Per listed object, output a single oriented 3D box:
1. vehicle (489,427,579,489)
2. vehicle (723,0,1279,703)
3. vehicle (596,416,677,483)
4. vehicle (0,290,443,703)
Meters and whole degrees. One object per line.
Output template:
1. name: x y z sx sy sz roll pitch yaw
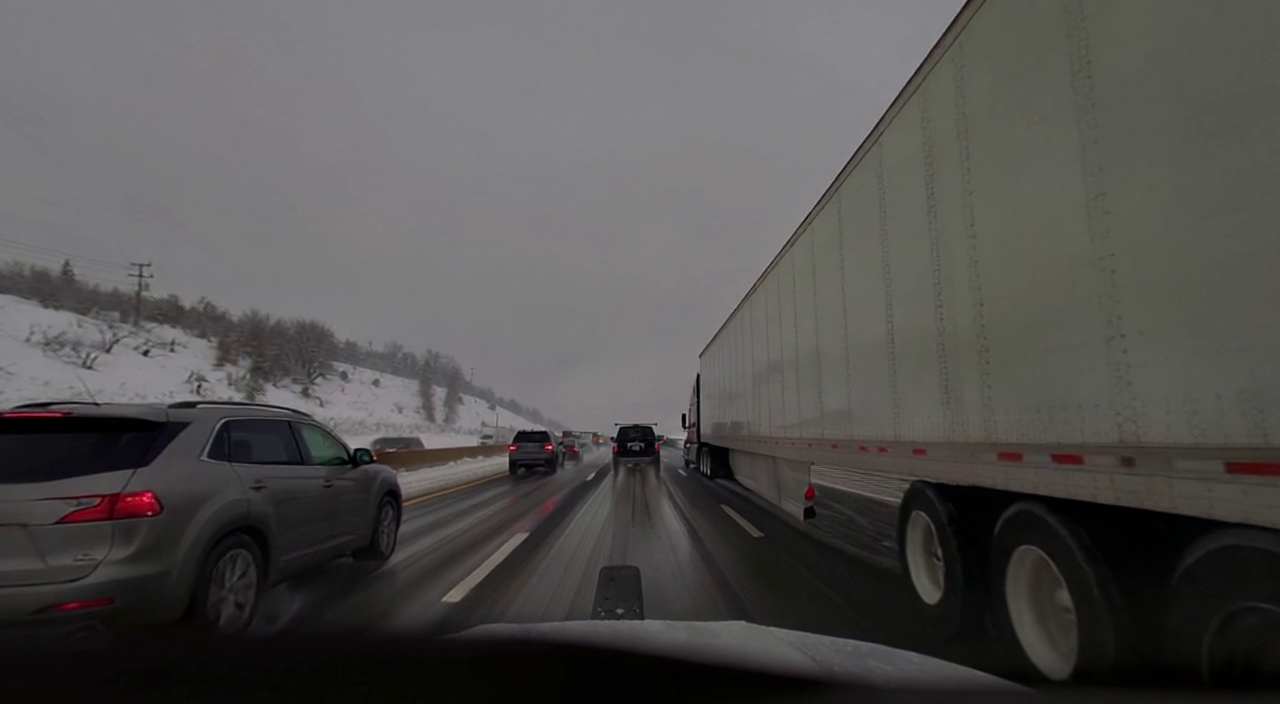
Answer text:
1. vehicle: -3.335 3.463 20.879 2.120 1.812 4.659 0 -8 1
2. vehicle: 3.603 0.285 7.511 2.852 4.121 16.210 0 -8 -1
3. vehicle: -0.136 3.668 23.958 2.704 2.216 5.804 0 -8 0
4. vehicle: -3.256 1.031 4.325 2.193 1.803 4.958 0 -8 0
